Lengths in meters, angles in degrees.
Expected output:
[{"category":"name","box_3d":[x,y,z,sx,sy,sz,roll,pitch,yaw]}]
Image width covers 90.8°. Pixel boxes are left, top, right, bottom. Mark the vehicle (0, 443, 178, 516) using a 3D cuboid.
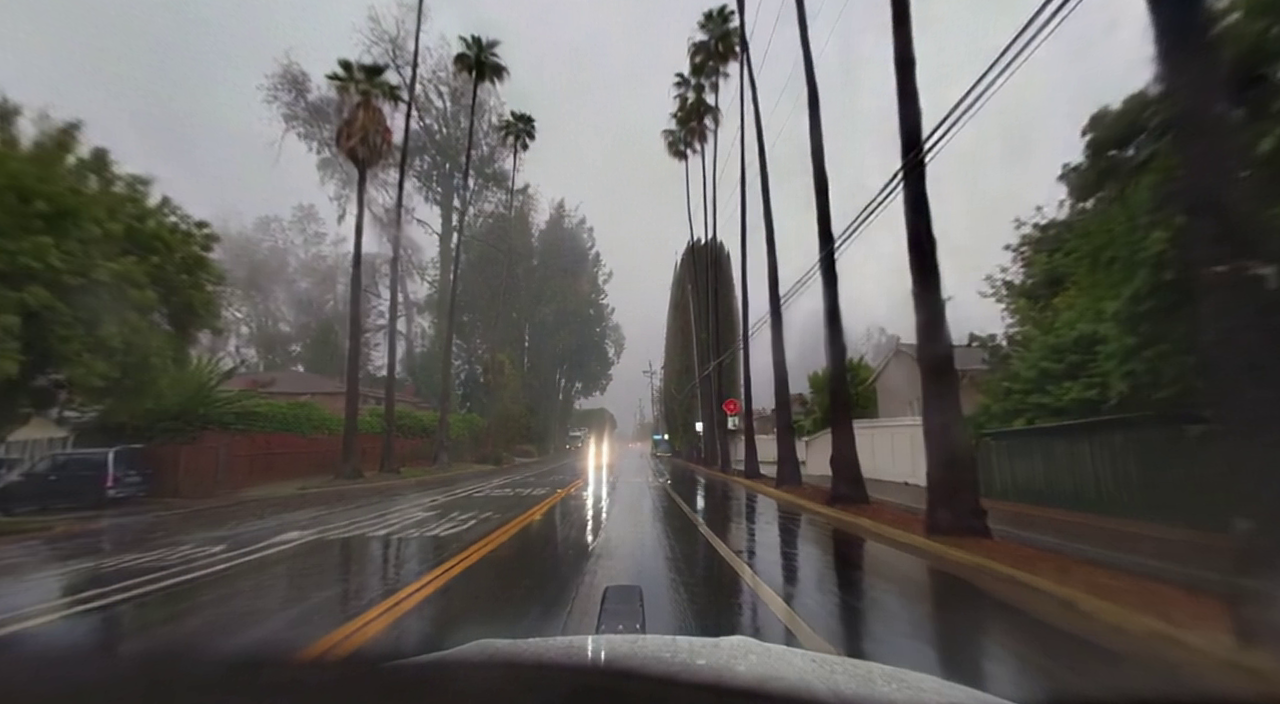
[{"category":"vehicle","box_3d":[-15.385,3.349,16.891,4.454,1.815,1.921,0,-8,-1]}]
